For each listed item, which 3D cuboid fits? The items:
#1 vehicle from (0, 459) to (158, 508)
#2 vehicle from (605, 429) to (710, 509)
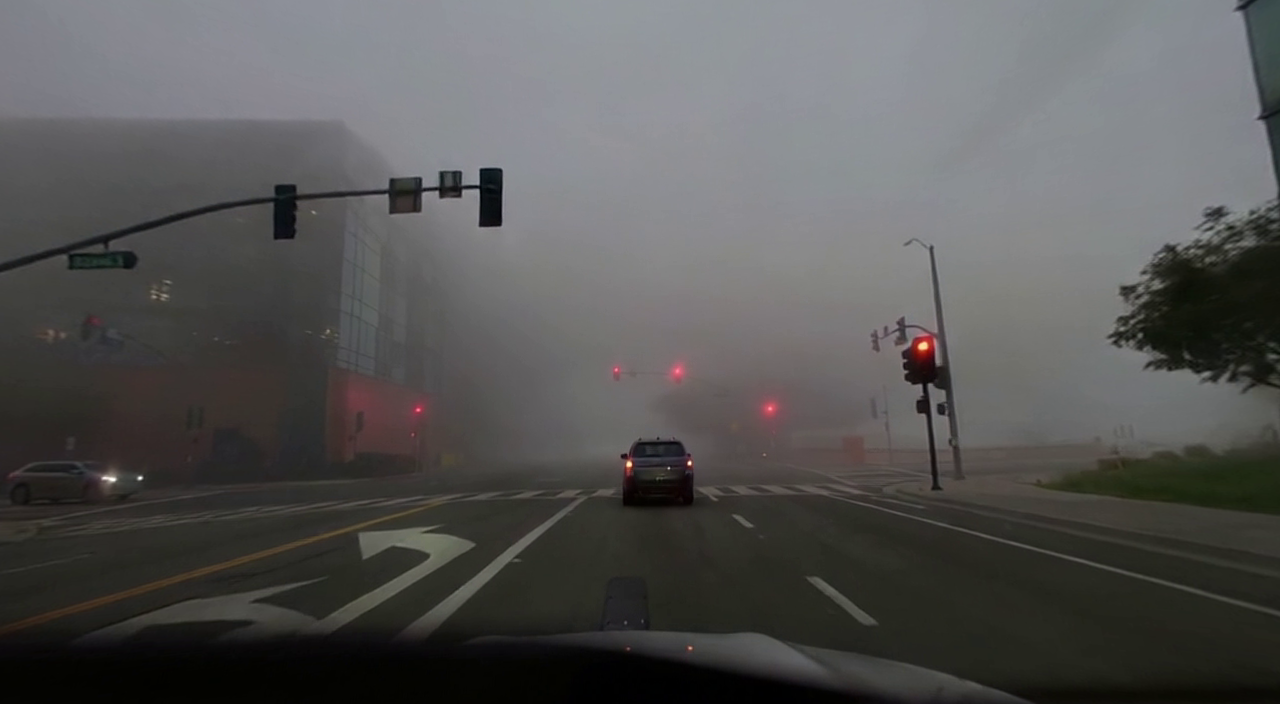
[{"bbox_3d":[-18.997,4.338,21.026,4.494,1.475,1.893,-1,-8,7],"label":"vehicle"},{"bbox_3d":[0.364,2.730,15.148,2.184,1.640,4.086,0,-8,0],"label":"vehicle"}]
